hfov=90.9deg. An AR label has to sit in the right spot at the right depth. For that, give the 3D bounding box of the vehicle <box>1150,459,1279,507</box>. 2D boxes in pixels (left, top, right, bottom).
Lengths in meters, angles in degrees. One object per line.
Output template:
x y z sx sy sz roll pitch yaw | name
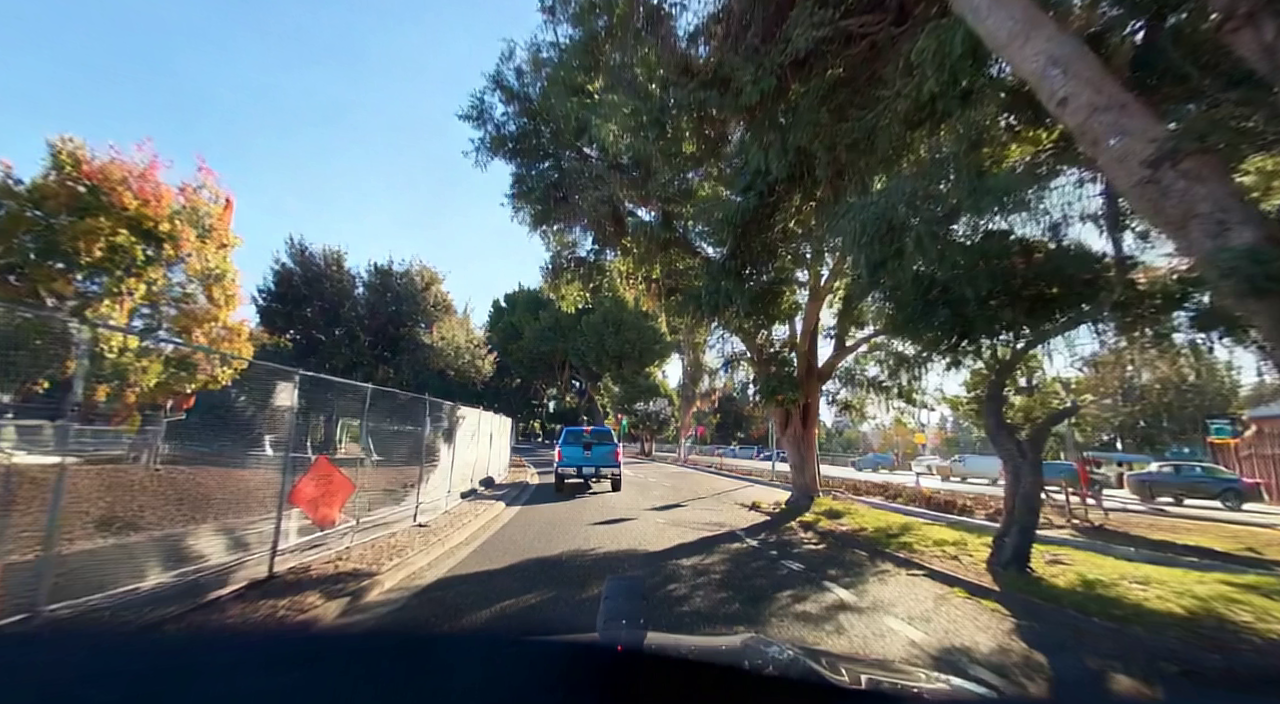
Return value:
23.611 5.200 25.446 1.895 1.611 4.545 1 -8 -7 | vehicle

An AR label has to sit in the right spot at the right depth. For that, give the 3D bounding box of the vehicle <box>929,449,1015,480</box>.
20.900 7.077 39.942 1.938 1.781 5.078 1 -8 -11 | vehicle

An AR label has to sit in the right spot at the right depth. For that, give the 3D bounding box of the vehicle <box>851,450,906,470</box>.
18.694 8.478 49.674 1.805 1.494 4.362 2 -9 -15 | vehicle

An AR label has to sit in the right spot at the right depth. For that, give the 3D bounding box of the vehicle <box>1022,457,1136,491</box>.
22.433 6.235 32.501 1.850 1.470 4.761 2 -9 -11 | vehicle

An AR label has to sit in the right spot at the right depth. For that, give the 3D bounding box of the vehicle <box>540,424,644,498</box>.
-1.382 2.959 17.563 2.436 1.698 5.322 1 -8 -6 | vehicle
